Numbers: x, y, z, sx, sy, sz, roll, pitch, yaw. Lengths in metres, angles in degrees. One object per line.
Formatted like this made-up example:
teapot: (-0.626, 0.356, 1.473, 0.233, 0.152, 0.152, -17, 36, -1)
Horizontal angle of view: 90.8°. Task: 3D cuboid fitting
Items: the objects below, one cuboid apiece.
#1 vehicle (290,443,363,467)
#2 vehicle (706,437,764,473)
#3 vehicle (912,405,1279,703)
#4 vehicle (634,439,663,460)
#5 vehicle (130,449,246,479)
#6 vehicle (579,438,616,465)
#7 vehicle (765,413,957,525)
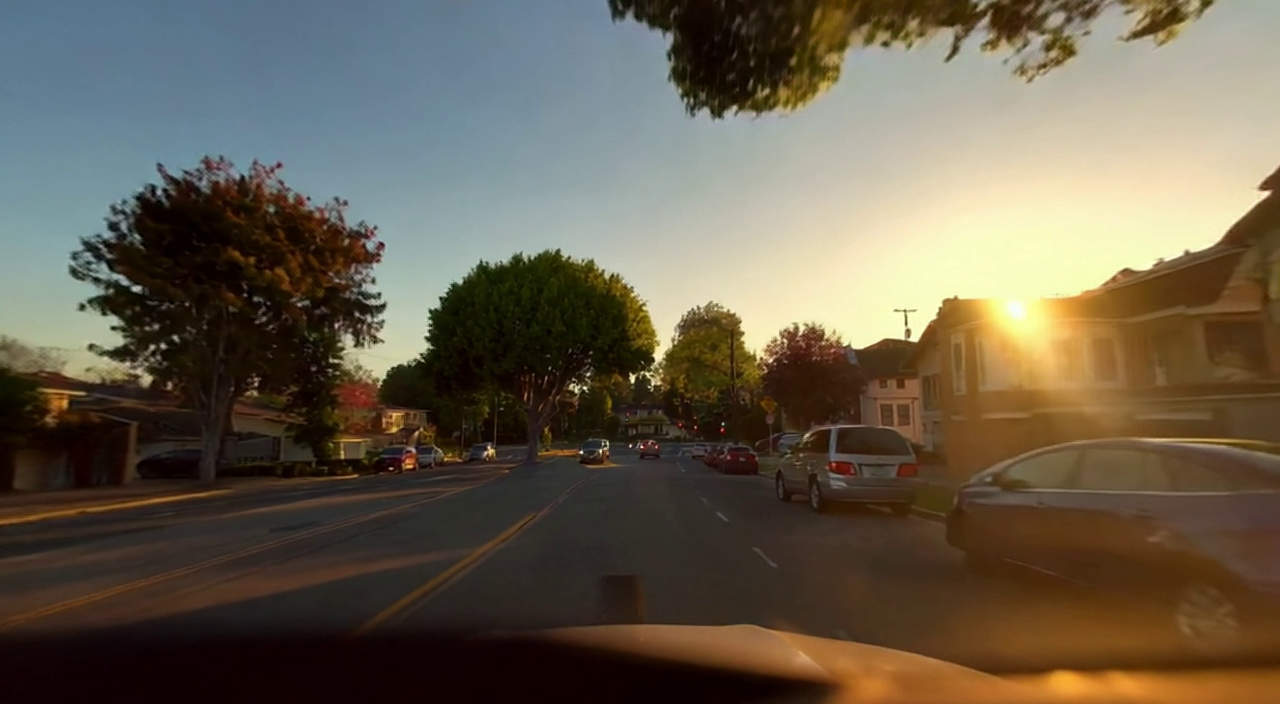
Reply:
vehicle: (-22.139, 7.274, 44.703, 4.091, 1.614, 1.910, 0, -8, -1)
vehicle: (4.208, 4.631, 28.572, 1.964, 1.485, 4.454, 0, -8, 1)
vehicle: (3.935, 1.207, 4.449, 1.956, 1.468, 4.524, 0, -8, -1)
vehicle: (0.603, 7.103, 46.164, 2.081, 1.475, 4.361, 0, -8, 0)
vehicle: (-22.308, 5.521, 31.272, 4.397, 1.423, 1.789, -1, -8, 2)
vehicle: (-2.518, 6.015, 38.322, 1.986, 1.508, 4.261, 0, -8, 0)
vehicle: (4.021, 2.219, 12.491, 2.069, 1.780, 4.480, 0, -8, -1)
